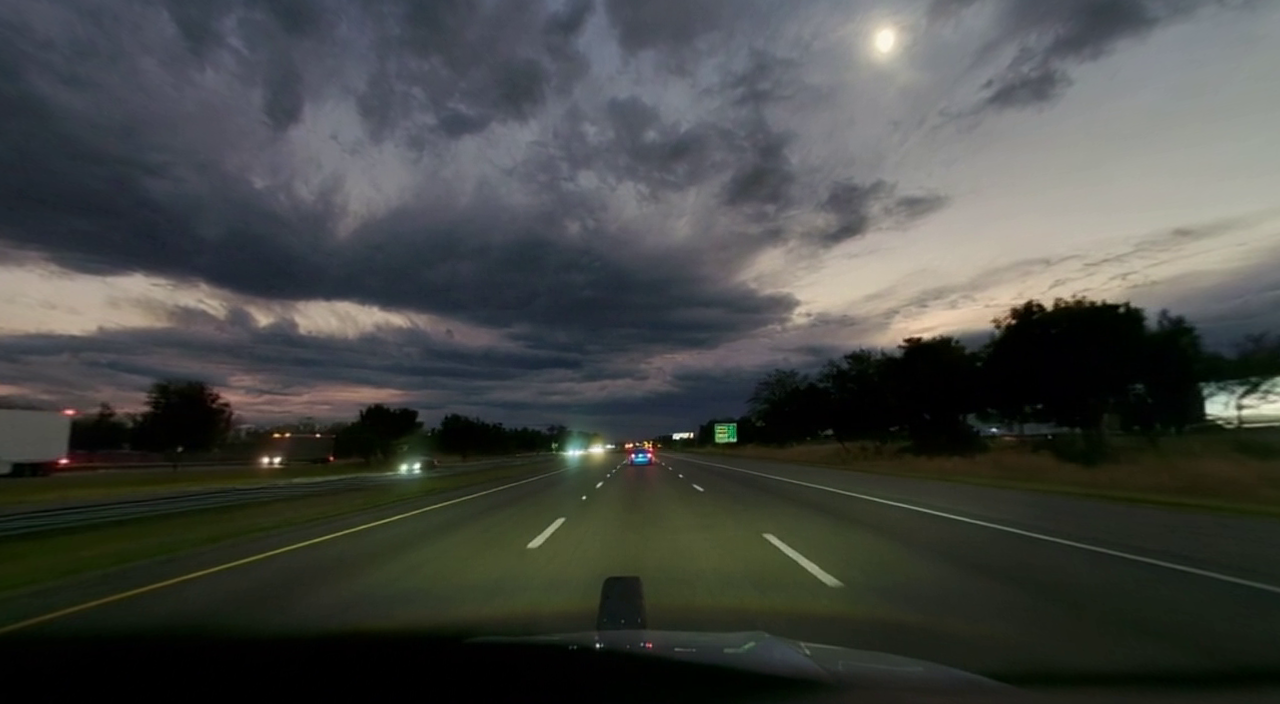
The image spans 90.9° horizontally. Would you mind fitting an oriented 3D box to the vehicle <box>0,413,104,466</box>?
[{"bbox_3d":[-44.565,5.910,42.389,3.093,3.535,15.819,0,-9,0],"label":"vehicle"}]
